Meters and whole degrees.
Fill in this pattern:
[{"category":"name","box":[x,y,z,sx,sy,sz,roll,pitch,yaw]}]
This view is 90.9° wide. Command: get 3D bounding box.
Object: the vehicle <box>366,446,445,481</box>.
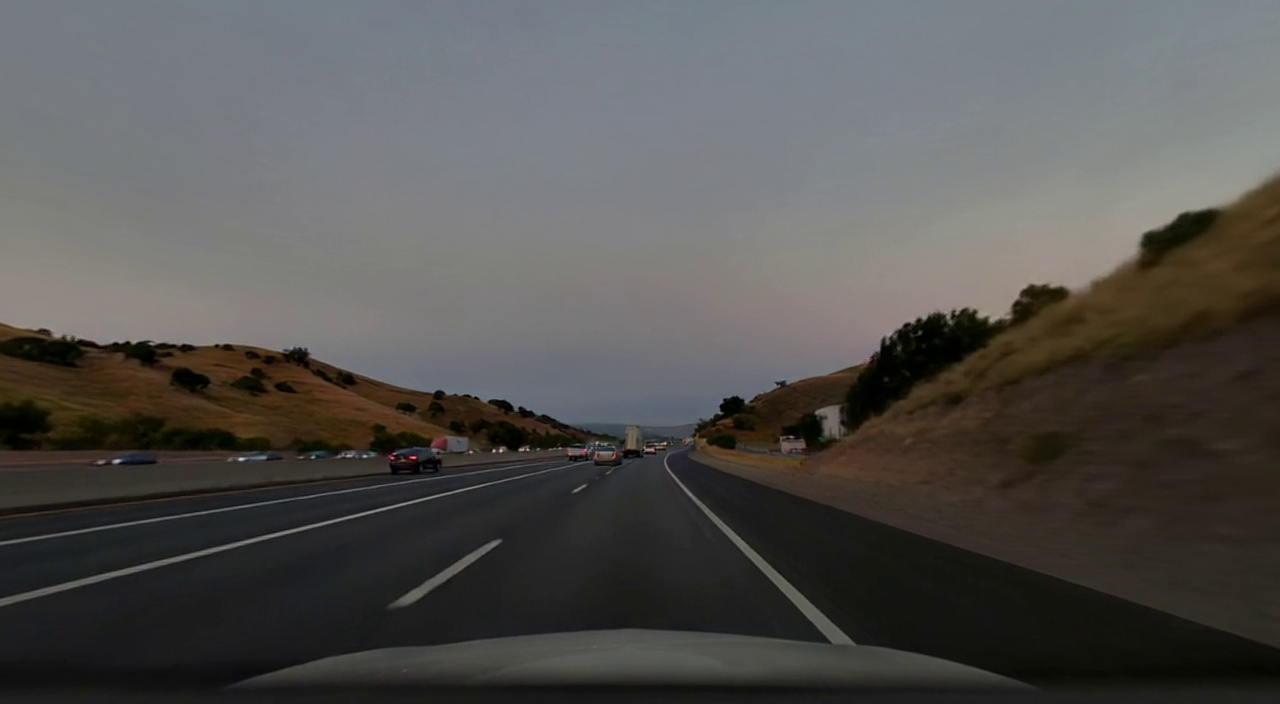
[{"category":"vehicle","box":[-10.943,5.211,29.819,1.927,1.454,4.395,-1,-8,2]}]
